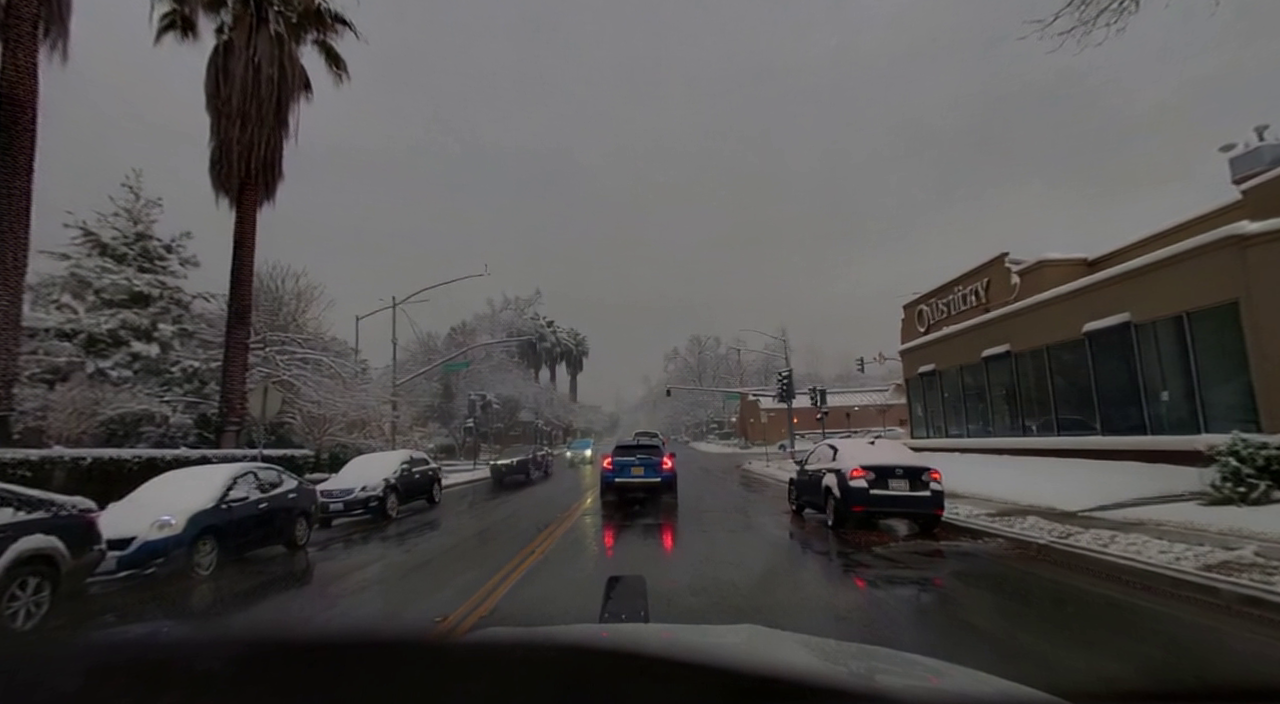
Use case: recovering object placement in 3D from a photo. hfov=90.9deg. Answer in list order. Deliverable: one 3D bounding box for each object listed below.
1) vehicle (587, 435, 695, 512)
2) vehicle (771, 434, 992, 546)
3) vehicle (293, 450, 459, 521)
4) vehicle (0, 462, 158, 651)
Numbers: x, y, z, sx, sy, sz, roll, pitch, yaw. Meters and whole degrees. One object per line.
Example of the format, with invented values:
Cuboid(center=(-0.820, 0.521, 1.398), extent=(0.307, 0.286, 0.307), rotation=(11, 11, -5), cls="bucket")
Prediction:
Cuboid(center=(0.018, 2.608, 14.064), extent=(2.060, 1.452, 4.078), rotation=(0, -8, 0), cls="vehicle")
Cuboid(center=(3.553, 2.093, 10.338), extent=(1.821, 1.417, 4.454), rotation=(0, -8, -1), cls="vehicle")
Cuboid(center=(-6.378, 3.250, 15.988), extent=(2.105, 1.469, 4.693), rotation=(0, -8, 1), cls="vehicle")
Cuboid(center=(-6.181, 1.615, 4.535), extent=(1.850, 1.482, 4.454), rotation=(0, -8, 1), cls="vehicle")
